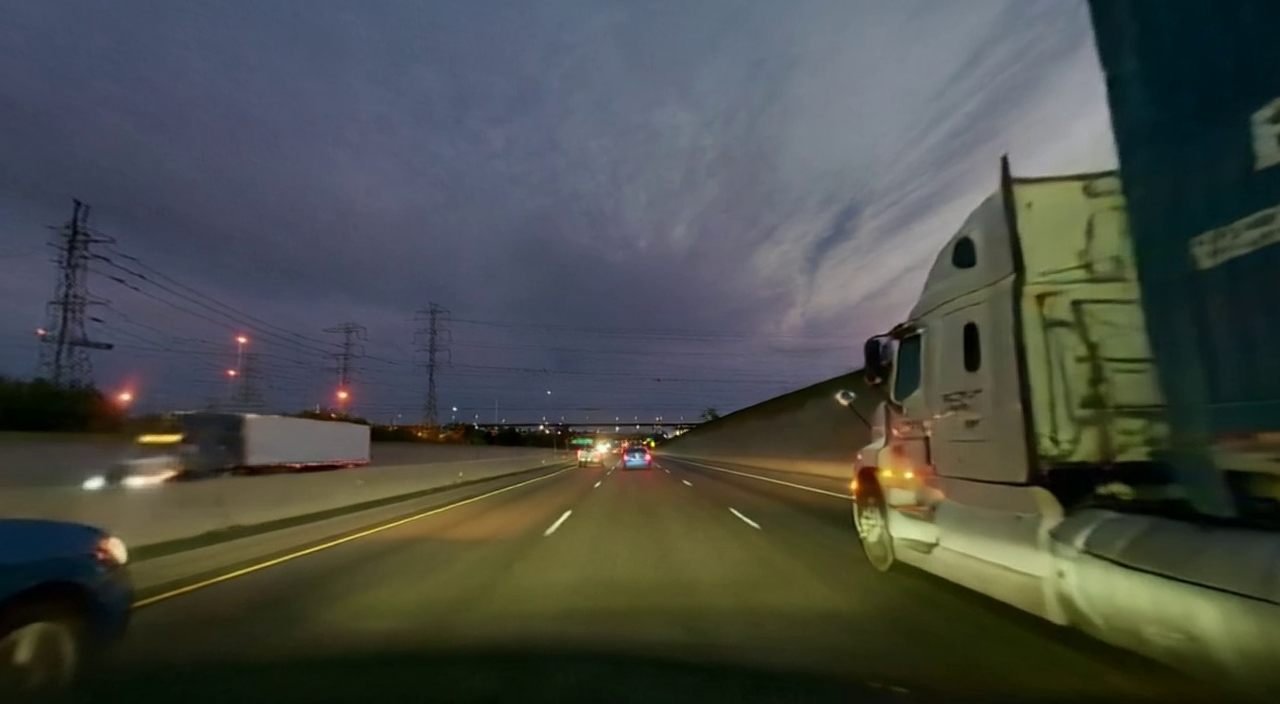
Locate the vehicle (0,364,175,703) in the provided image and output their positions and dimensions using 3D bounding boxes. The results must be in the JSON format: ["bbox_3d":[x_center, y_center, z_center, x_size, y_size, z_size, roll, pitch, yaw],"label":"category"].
[{"bbox_3d":[-3.256,0.635,0.974,1.987,1.548,3.981,0,-9,0],"label":"vehicle"}]

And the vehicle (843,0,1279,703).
[{"bbox_3d":[3.871,-0.303,1.804,3.011,3.930,10.078,0,-9,-1],"label":"vehicle"}]

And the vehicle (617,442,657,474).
[{"bbox_3d":[-0.165,5.739,34.102,2.004,1.615,4.113,0,-9,0],"label":"vehicle"}]

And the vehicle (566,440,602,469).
[{"bbox_3d":[-3.775,7.093,43.427,2.077,1.884,4.961,0,-9,0],"label":"vehicle"}]

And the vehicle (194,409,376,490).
[{"bbox_3d":[-19.751,5.664,36.577,3.082,3.832,12.998,0,-9,0],"label":"vehicle"}]
